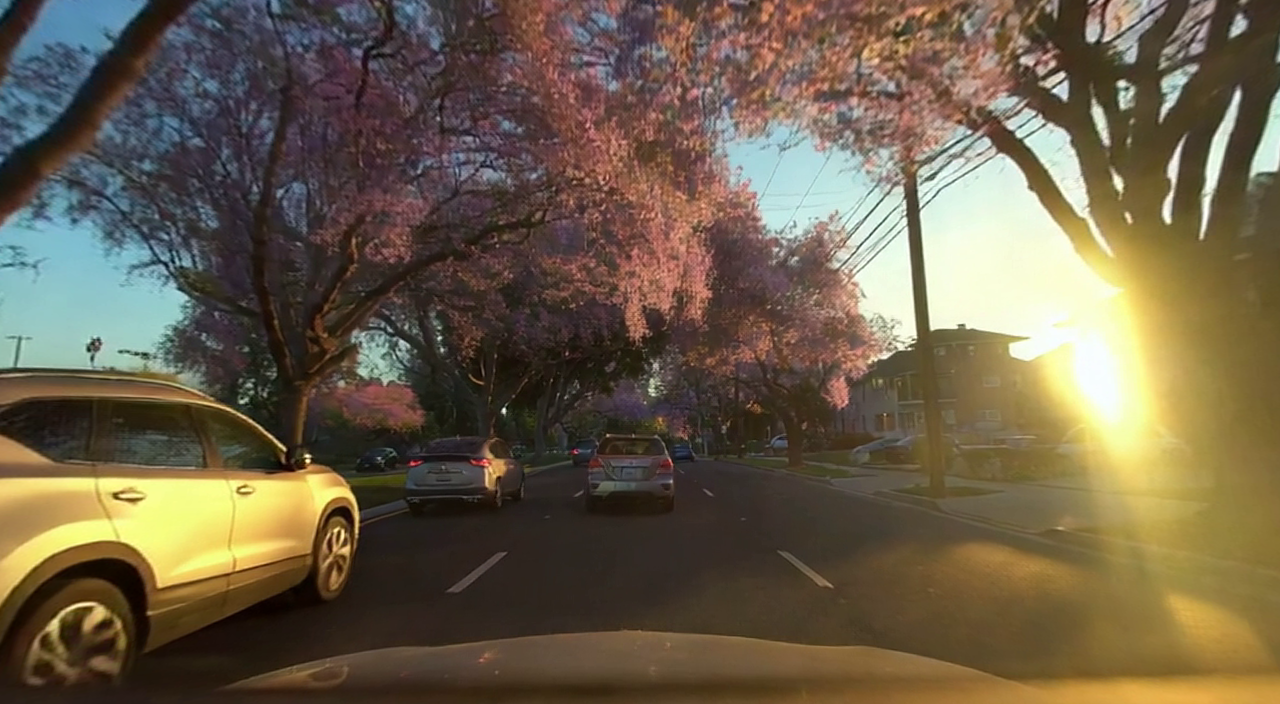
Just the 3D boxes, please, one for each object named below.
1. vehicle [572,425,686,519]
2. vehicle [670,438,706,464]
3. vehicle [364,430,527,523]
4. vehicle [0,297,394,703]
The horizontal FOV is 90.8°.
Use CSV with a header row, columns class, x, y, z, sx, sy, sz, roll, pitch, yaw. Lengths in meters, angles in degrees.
class,x,y,z,sx,sy,sz,roll,pitch,yaw
vehicle,-0.213,2.387,13.070,1.997,1.636,3.760,0,-8,-1
vehicle,3.299,6.881,44.139,2.161,1.686,4.196,0,-8,-1
vehicle,-3.696,2.429,12.851,2.066,1.565,3.905,0,-8,0
vehicle,-3.636,1.013,4.206,2.161,1.919,4.798,0,-8,-2
